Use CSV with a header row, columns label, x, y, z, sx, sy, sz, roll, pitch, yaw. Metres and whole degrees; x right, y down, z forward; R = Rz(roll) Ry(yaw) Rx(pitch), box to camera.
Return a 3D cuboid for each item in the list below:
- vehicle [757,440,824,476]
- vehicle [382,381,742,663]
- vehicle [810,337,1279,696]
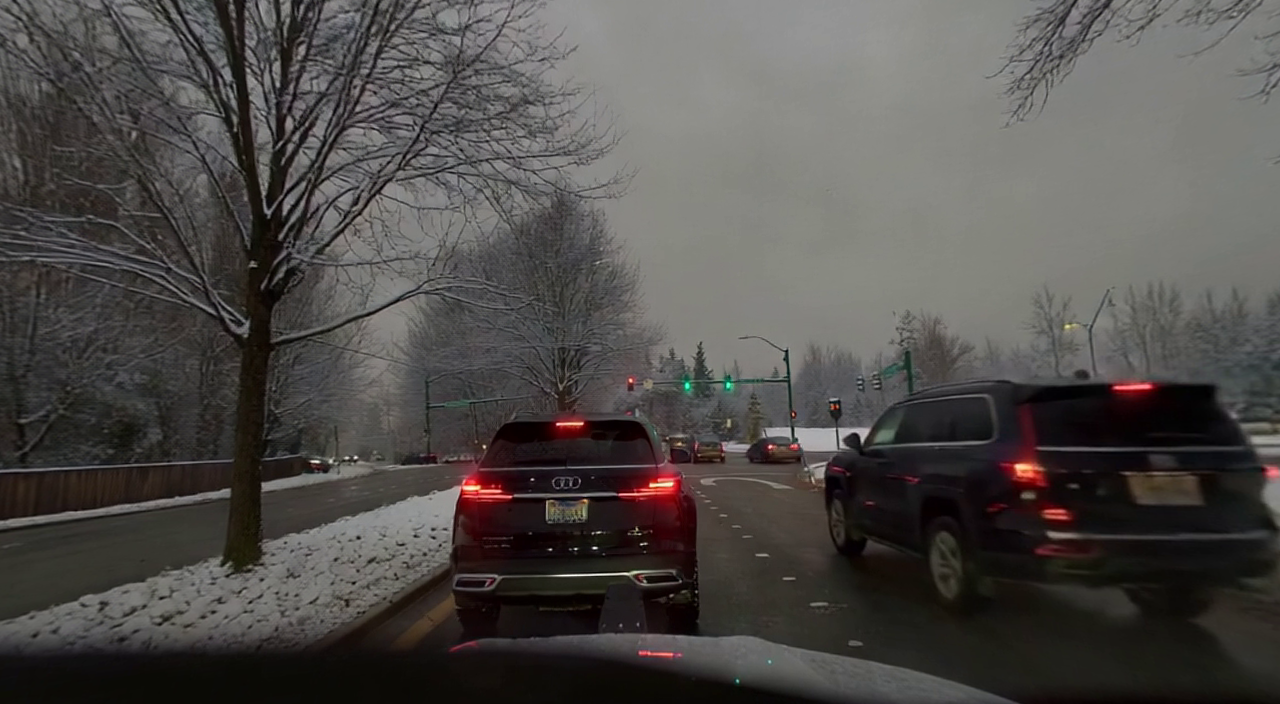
label,x,y,z,sx,sy,sz,roll,pitch,yaw
vehicle,6.706,4.757,28.660,1.917,1.489,4.625,0,-9,0
vehicle,-0.422,1.353,6.083,2.201,1.709,4.271,0,-9,2
vehicle,3.402,1.222,5.868,2.200,1.909,4.853,0,-9,-1
